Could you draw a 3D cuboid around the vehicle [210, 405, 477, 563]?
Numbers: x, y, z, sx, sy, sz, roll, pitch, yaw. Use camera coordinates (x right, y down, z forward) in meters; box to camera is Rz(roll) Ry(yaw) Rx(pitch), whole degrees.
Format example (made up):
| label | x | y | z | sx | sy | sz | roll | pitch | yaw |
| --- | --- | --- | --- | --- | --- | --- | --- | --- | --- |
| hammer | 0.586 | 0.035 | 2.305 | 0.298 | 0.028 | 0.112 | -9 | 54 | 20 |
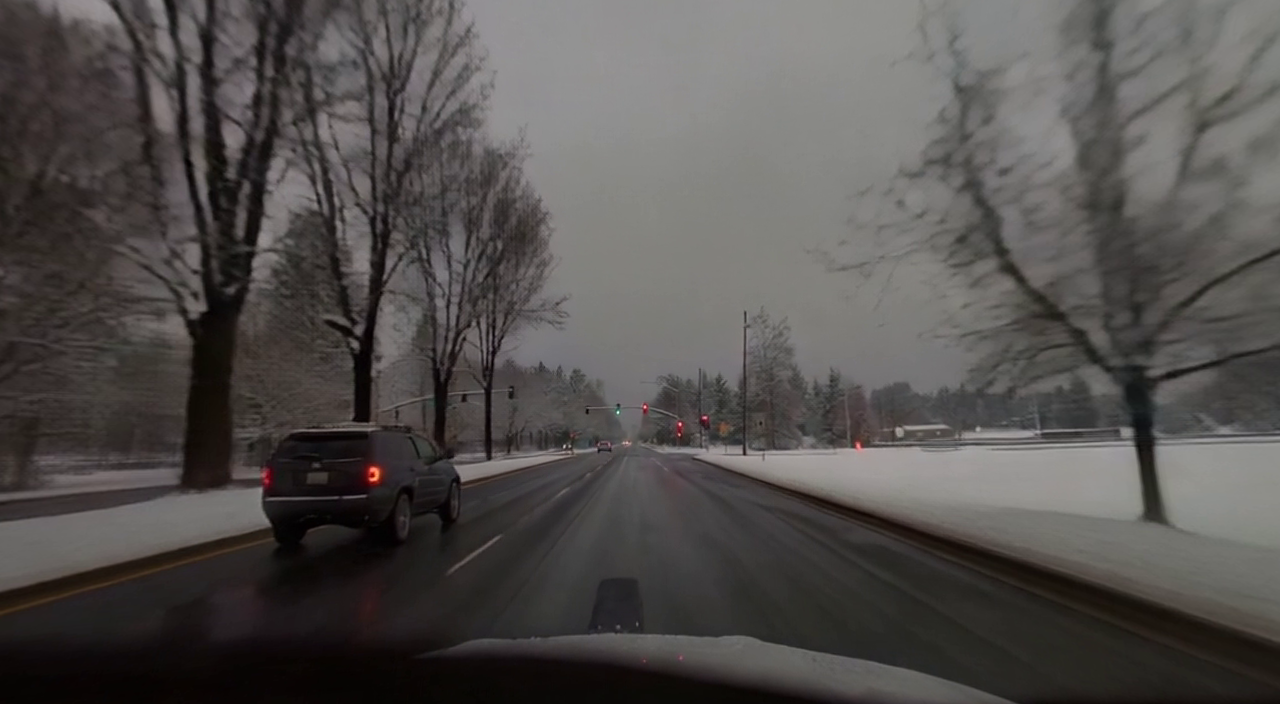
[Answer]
| label | x | y | z | sx | sy | sz | roll | pitch | yaw |
| --- | --- | --- | --- | --- | --- | --- | --- | --- | --- |
| vehicle | -3.922 | 1.792 | 9.269 | 2.018 | 1.769 | 3.897 | -1 | -8 | 0 |
